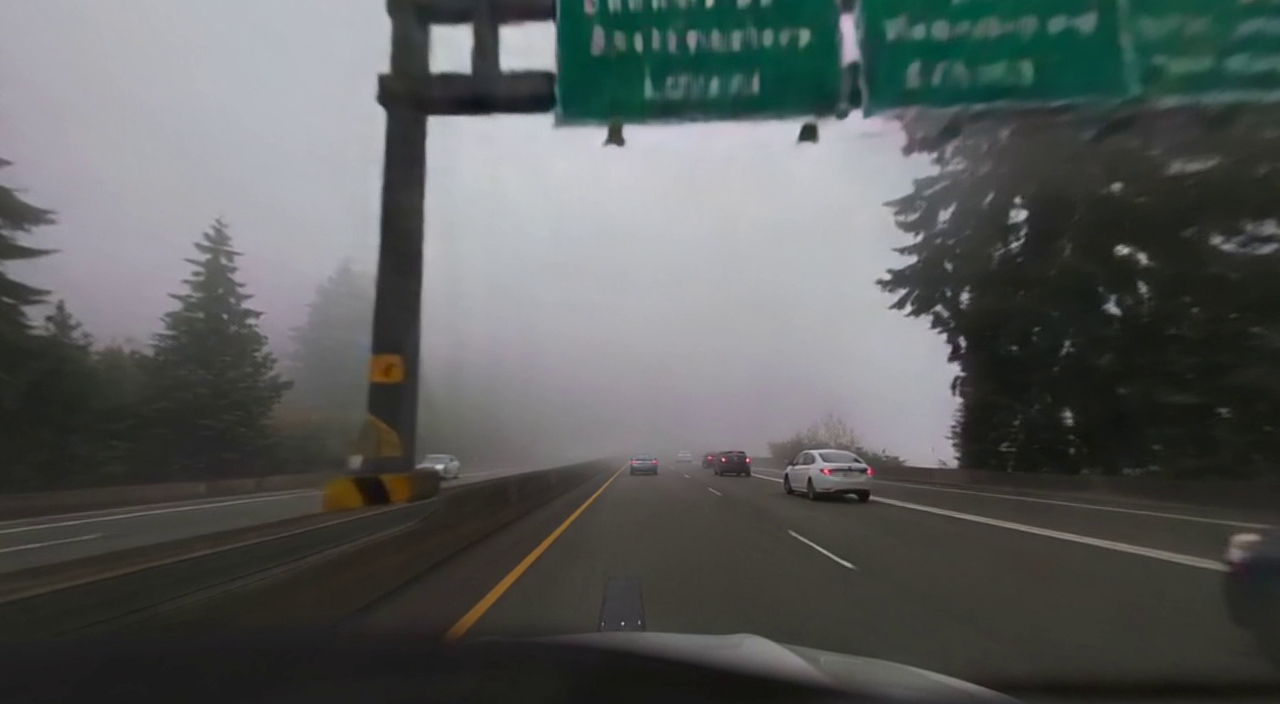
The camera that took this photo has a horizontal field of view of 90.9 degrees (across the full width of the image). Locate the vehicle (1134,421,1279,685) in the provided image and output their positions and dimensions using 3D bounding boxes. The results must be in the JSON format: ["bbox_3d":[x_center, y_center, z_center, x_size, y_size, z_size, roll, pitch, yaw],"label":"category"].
[{"bbox_3d":[4.552,0.902,2.147,2.007,1.451,4.587,0,-9,0],"label":"vehicle"}]

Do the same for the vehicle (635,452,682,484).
[{"bbox_3d":[0.807,5.304,29.058,2.012,1.320,3.777,0,-9,1],"label":"vehicle"}]

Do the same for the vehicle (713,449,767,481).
[{"bbox_3d":[4.842,5.543,31.155,1.952,1.495,3.740,0,-9,-2],"label":"vehicle"}]

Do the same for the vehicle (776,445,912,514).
[{"bbox_3d":[4.867,3.095,15.837,1.827,1.462,4.697,0,-9,0],"label":"vehicle"}]
